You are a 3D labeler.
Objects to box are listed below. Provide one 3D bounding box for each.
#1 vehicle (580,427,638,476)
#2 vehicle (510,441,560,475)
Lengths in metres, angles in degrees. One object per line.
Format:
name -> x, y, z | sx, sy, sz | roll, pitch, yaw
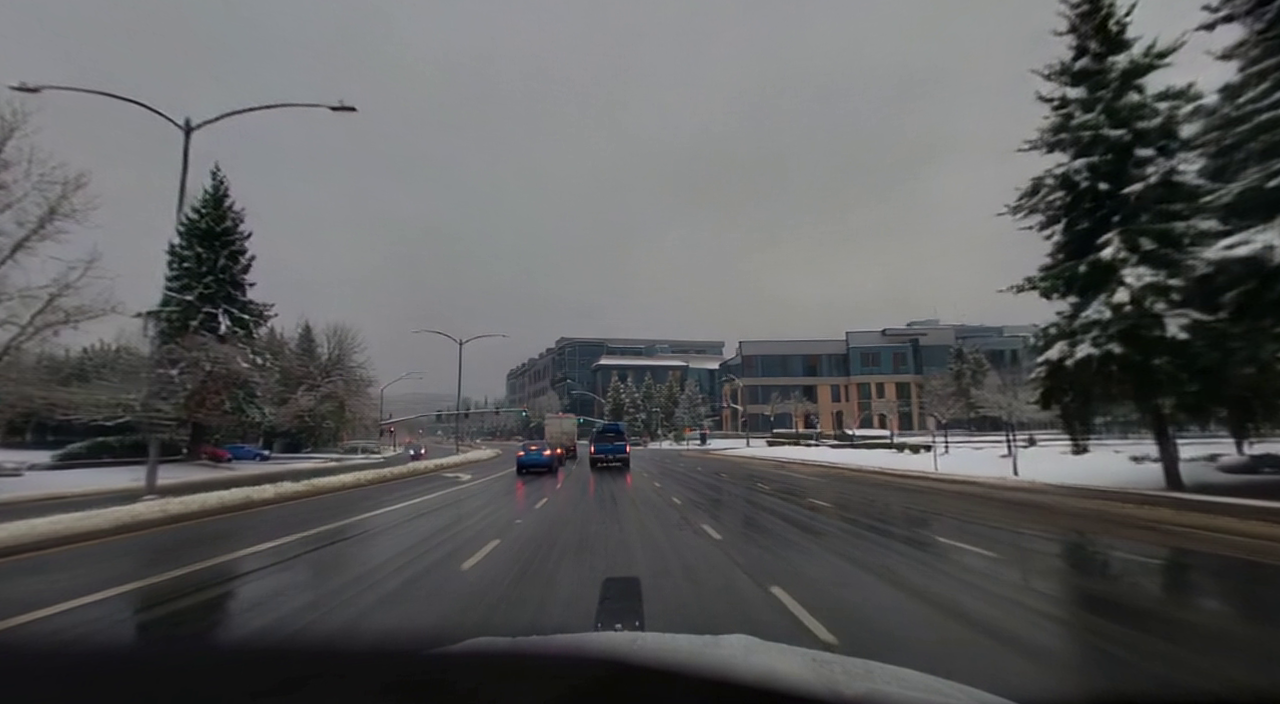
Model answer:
vehicle -> -1.364, 4.204, 26.817 | 2.260, 1.872, 4.578 | 1, -8, -4
vehicle -> -4.910, 4.986, 29.982 | 1.904, 1.460, 4.300 | 0, -8, -4
